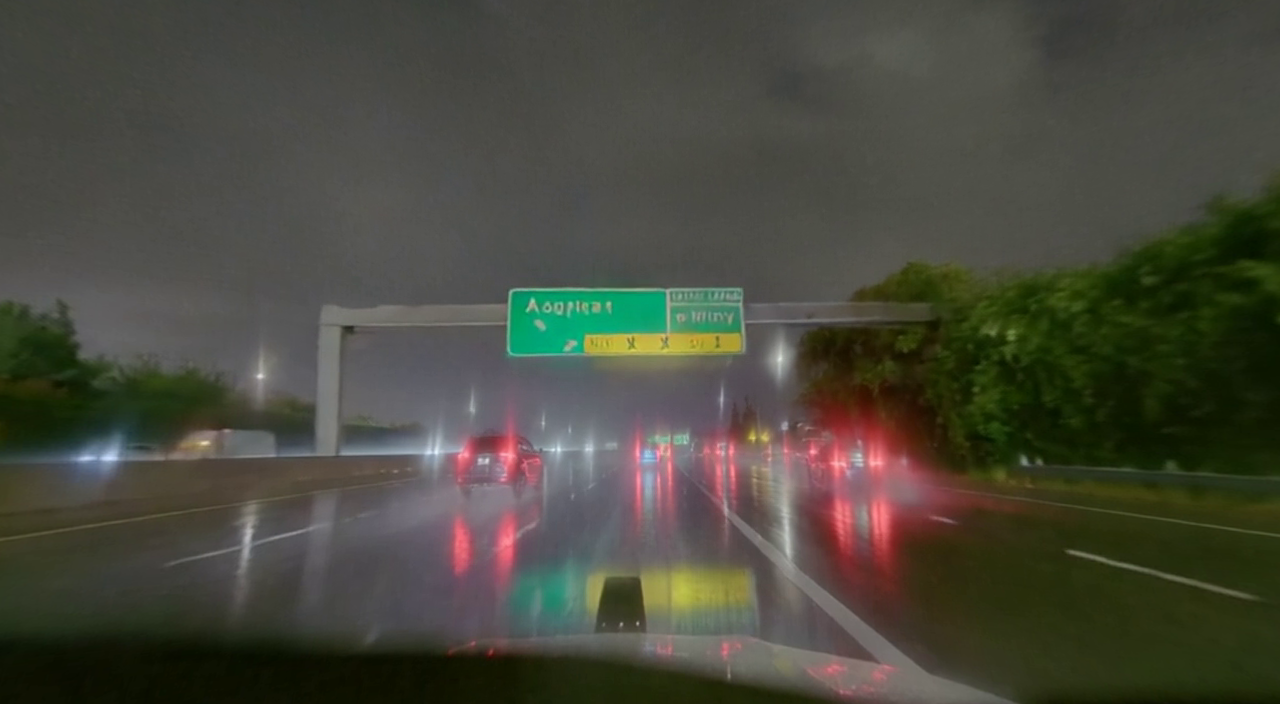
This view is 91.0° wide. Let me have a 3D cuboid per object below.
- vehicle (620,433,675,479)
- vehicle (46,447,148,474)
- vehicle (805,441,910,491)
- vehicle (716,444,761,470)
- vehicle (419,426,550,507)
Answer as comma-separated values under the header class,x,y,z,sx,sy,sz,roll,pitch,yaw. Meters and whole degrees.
class,x,y,z,sx,sy,sz,roll,pitch,yaw
vehicle,0.328,4.680,28.522,2.270,1.862,4.949,0,-9,1
vehicle,-32.529,6.497,37.923,1.851,1.532,4.535,-1,-9,4
vehicle,7.105,3.753,21.105,1.936,1.480,4.373,0,-9,0
vehicle,5.862,6.309,38.088,2.005,1.456,4.287,0,-9,-1
vehicle,-3.779,2.877,16.188,2.142,1.759,4.297,0,-9,2
